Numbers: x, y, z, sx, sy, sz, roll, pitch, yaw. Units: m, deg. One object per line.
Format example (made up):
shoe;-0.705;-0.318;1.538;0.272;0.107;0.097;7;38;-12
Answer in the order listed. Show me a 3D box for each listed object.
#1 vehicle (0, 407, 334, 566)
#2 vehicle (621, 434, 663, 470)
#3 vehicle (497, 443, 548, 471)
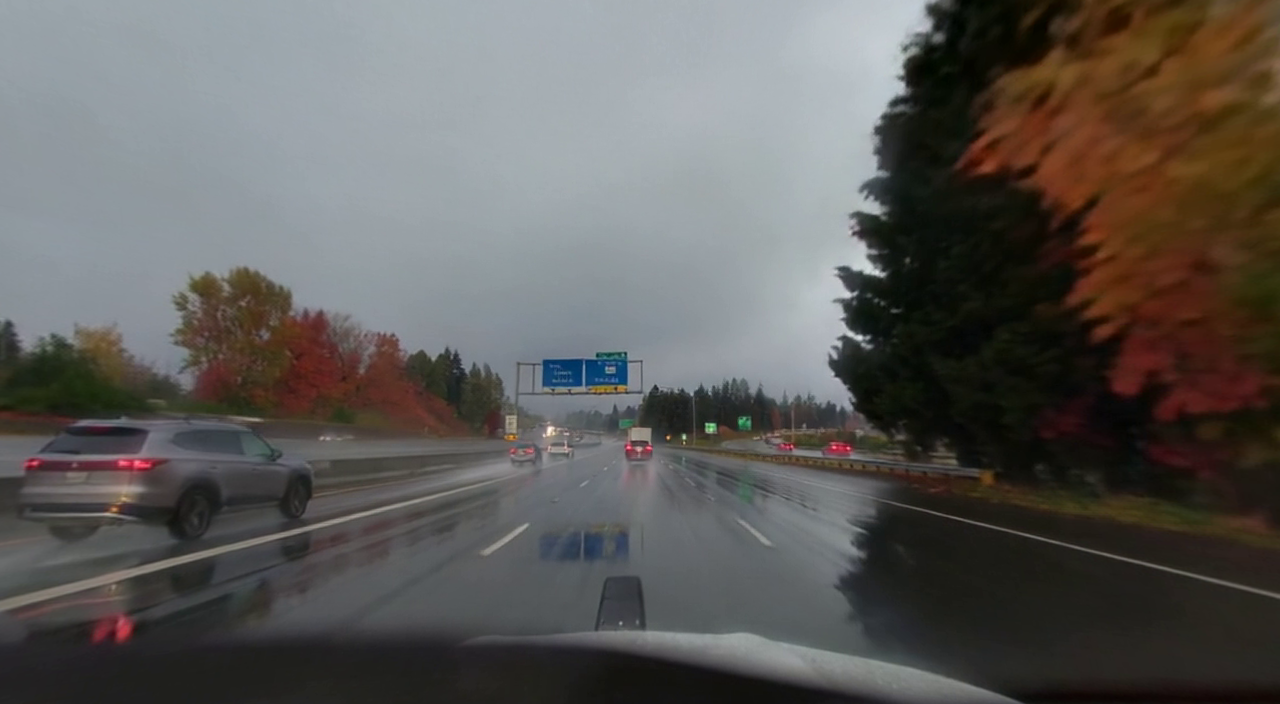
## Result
vehicle;-7.123;1.937;9.861;2.146;1.834;4.999;0;-9;0
vehicle;0.107;5.702;36.033;2.245;1.863;4.801;0;-9;0
vehicle;-6.760;6.088;36.636;2.074;1.495;4.643;0;-9;0
